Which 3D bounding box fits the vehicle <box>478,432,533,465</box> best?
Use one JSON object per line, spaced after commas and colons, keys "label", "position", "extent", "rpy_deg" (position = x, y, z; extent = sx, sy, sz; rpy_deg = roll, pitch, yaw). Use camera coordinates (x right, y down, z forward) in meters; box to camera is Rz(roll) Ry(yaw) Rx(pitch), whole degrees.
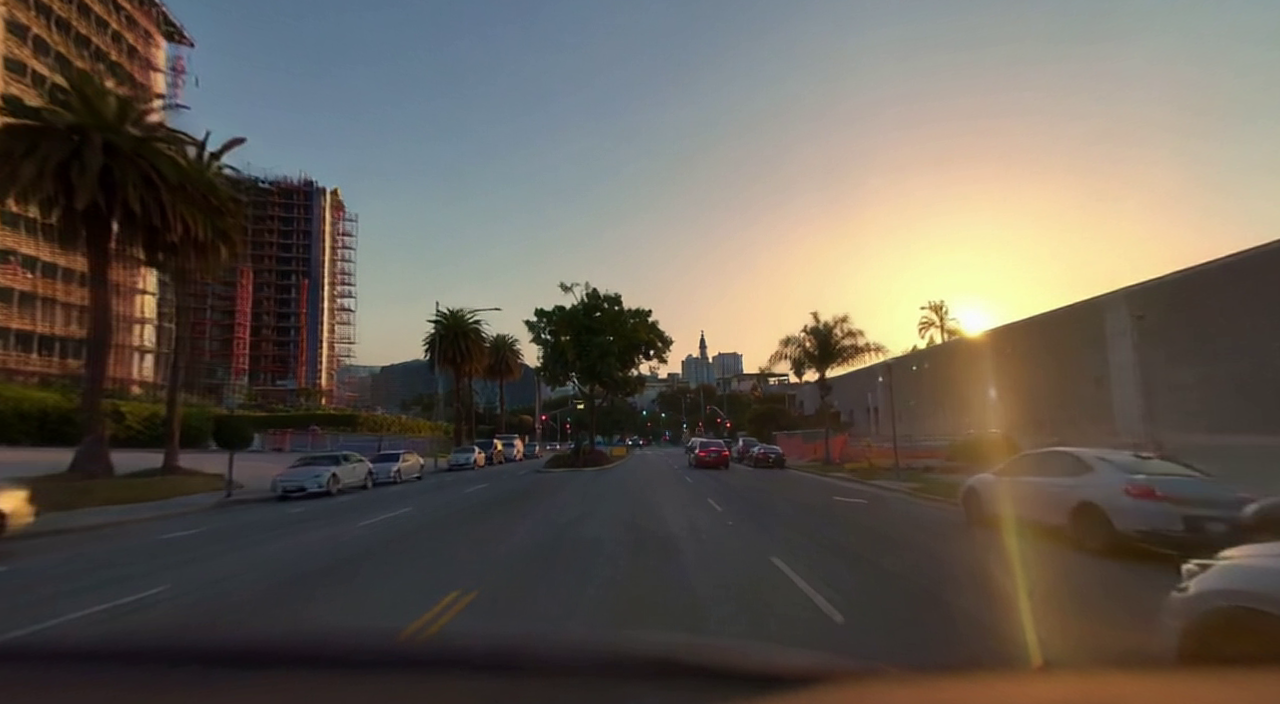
{"label": "vehicle", "position": [-9.485, 6.970, 45.155], "extent": [2.294, 1.948, 6.025], "rpy_deg": [-7, -10, 1]}

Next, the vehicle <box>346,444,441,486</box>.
{"label": "vehicle", "position": [-9.388, 4.320, 24.545], "extent": [1.821, 1.448, 4.591], "rpy_deg": [0, -8, 0]}

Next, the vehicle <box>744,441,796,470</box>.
{"label": "vehicle", "position": [6.821, 5.446, 33.520], "extent": [1.819, 1.435, 4.337], "rpy_deg": [0, -8, 0]}

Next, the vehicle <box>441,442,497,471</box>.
{"label": "vehicle", "position": [-9.561, 5.877, 35.786], "extent": [1.804, 1.478, 4.734], "rpy_deg": [0, -8, 1]}

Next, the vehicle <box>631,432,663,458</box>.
{"label": "vehicle", "position": [0.540, 6.851, 46.509], "extent": [2.264, 1.798, 4.258], "rpy_deg": [-1, -8, 1]}

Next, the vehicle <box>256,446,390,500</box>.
{"label": "vehicle", "position": [-9.581, 3.653, 19.538], "extent": [1.826, 1.445, 4.325], "rpy_deg": [0, -8, 1]}

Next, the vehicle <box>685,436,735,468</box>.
{"label": "vehicle", "position": [3.469, 5.052, 32.080], "extent": [1.999, 1.487, 3.939], "rpy_deg": [0, -8, -1]}

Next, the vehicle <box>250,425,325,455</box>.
{"label": "vehicle", "position": [-19.733, 4.960, 35.347], "extent": [3.575, 1.571, 1.912], "rpy_deg": [-5, -9, 27]}

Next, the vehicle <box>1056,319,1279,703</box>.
{"label": "vehicle", "position": [3.099, 0.571, 0.943], "extent": [1.953, 1.687, 4.344], "rpy_deg": [0, -8, 0]}
